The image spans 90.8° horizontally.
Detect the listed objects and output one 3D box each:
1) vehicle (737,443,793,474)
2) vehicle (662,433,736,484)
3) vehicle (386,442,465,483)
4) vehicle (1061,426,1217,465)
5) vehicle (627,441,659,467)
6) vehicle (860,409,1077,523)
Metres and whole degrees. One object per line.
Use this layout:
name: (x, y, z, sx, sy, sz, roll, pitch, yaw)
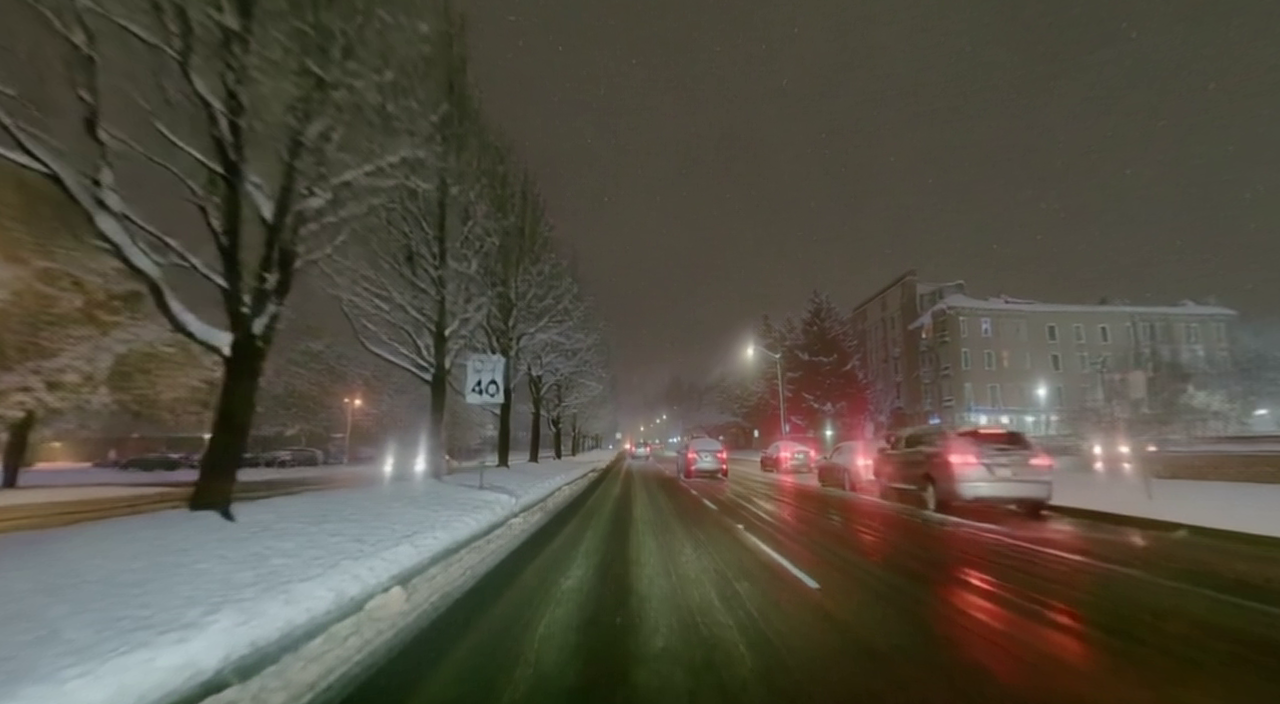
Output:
vehicle: (6.786, 5.813, 34.713, 2.029, 1.548, 4.422, 0, -9, -2)
vehicle: (2.164, 4.114, 24.708, 2.227, 1.794, 4.457, 0, -9, -3)
vehicle: (-9.680, 5.009, 28.959, 1.999, 1.711, 4.541, 0, -9, 1)
vehicle: (20.733, 3.918, 26.424, 4.608, 1.533, 2.193, 0, -9, 0)
vehicle: (0.199, 7.000, 43.575, 2.132, 1.693, 3.819, 0, -9, 0)
vehicle: (6.880, 2.461, 13.941, 2.382, 2.108, 4.182, 0, -9, -2)
